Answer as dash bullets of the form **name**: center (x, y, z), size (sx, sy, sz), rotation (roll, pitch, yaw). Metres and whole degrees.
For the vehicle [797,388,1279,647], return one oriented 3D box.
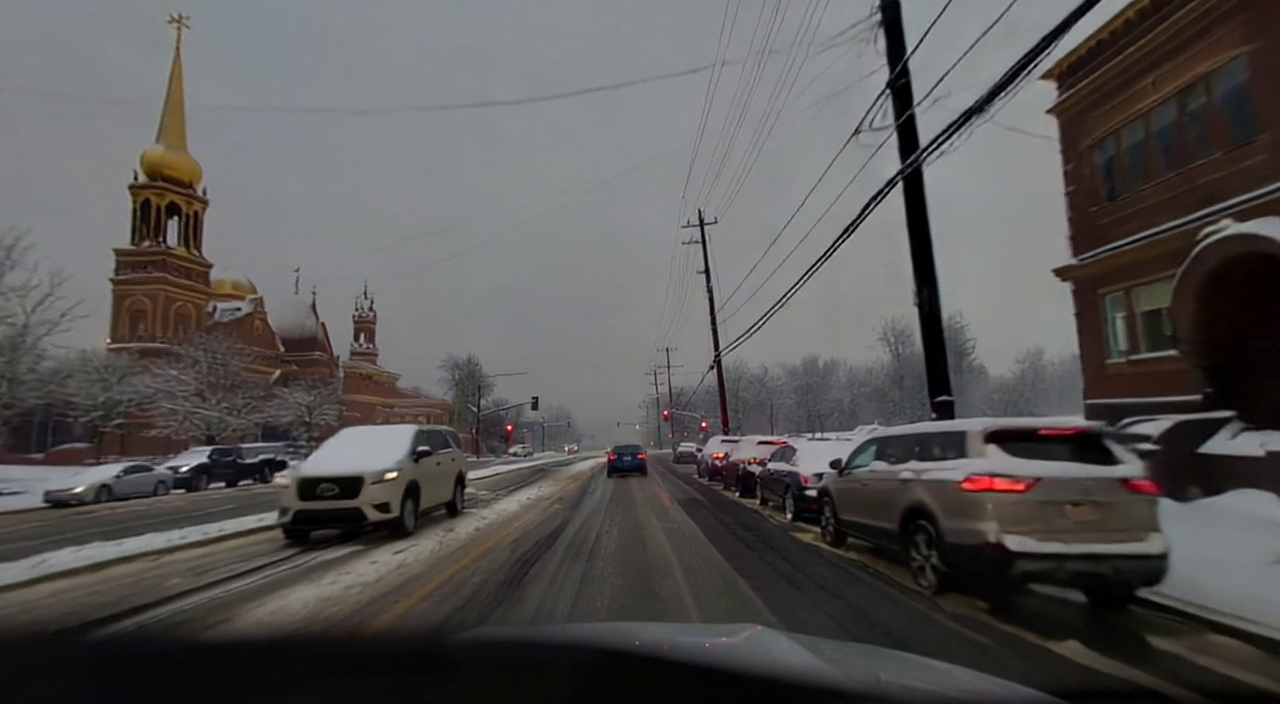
- **vehicle**: center (3.557, 1.575, 7.178), size (2.106, 1.750, 5.328), rotation (2, -9, -1)

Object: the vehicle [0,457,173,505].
- **vehicle**: center (-18.755, 4.319, 21.316), size (4.465, 1.496, 1.836), rotation (0, -8, 0)

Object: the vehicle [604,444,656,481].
- **vehicle**: center (-0.402, 4.678, 27.113), size (2.049, 1.453, 4.299), rotation (0, -8, 0)

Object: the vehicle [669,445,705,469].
- **vehicle**: center (3.271, 7.390, 44.750), size (1.944, 1.530, 4.539), rotation (0, -8, -4)

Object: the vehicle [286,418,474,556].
- **vehicle**: center (-4.149, 2.059, 10.499), size (2.240, 1.731, 4.470), rotation (3, -9, -20)

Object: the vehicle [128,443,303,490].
- **vehicle**: center (-18.304, 4.946, 27.462), size (5.873, 1.917, 2.472), rotation (-1, -8, 3)
